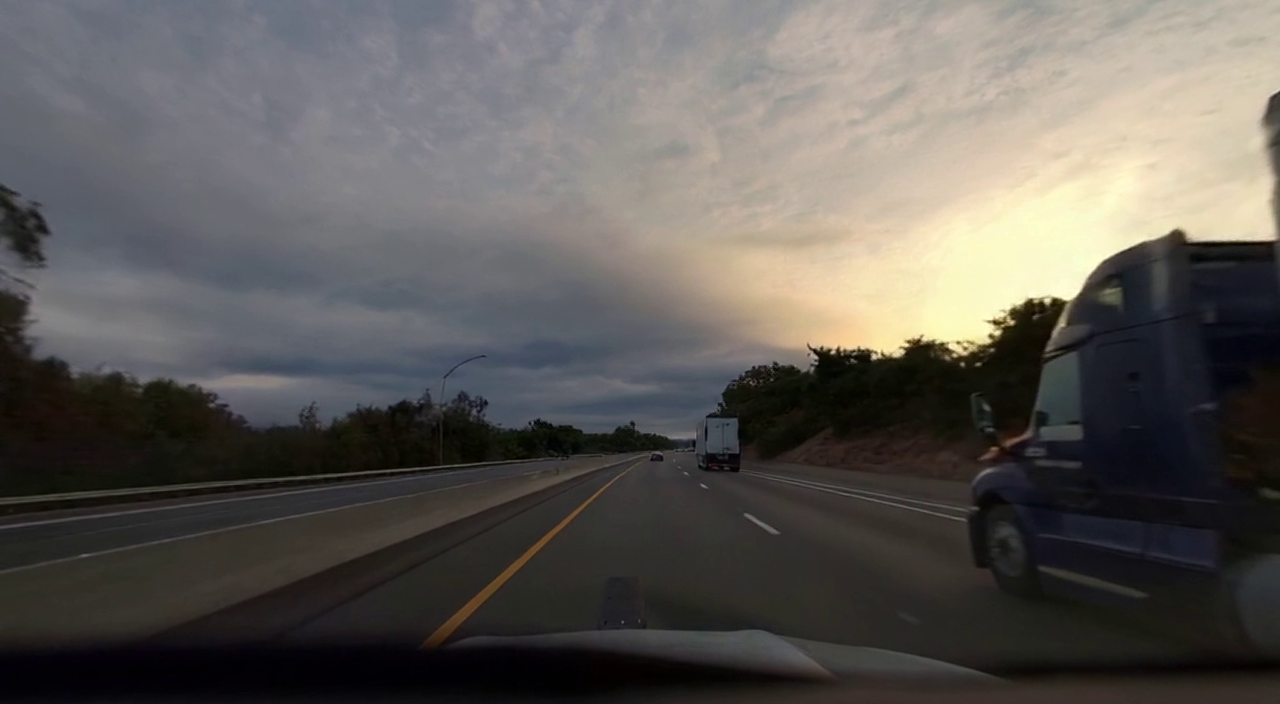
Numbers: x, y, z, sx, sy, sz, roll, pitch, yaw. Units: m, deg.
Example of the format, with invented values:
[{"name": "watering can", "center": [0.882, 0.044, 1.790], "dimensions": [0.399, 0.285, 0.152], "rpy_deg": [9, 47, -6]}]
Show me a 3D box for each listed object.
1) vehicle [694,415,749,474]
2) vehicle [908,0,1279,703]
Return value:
[{"name": "vehicle", "center": [5.025, 5.907, 40.000], "dimensions": [2.682, 3.349, 7.138], "rpy_deg": [0, -9, 1]}, {"name": "vehicle", "center": [4.233, 0.052, 3.210], "dimensions": [2.990, 3.561, 6.145], "rpy_deg": [0, -9, 1]}]
